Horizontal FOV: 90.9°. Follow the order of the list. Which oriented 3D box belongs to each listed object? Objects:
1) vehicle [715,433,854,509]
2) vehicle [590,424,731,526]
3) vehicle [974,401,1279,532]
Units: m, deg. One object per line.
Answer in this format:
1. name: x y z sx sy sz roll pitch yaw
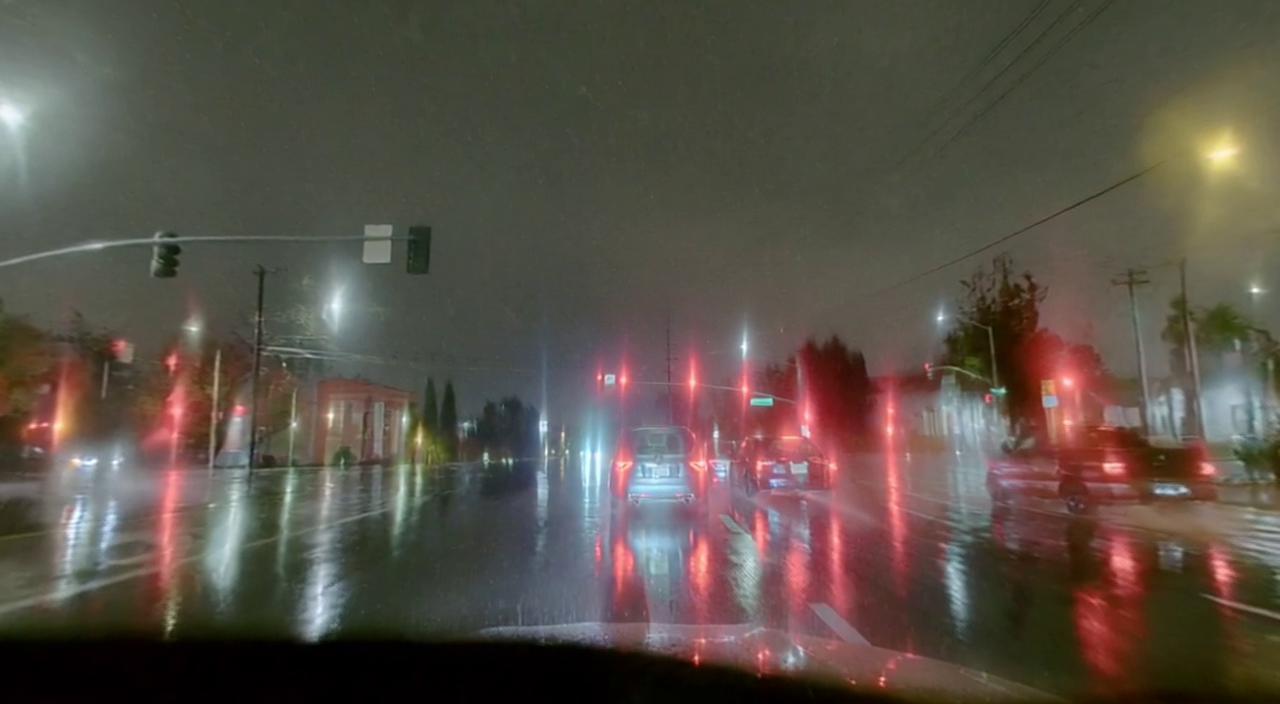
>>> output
1. vehicle: 3.001 2.571 14.083 1.994 1.436 4.169 0 -8 -2
2. vehicle: 0.289 2.188 11.801 2.099 1.516 4.681 0 -8 0
3. vehicle: 8.507 2.012 11.635 2.132 1.892 4.851 0 -8 2
